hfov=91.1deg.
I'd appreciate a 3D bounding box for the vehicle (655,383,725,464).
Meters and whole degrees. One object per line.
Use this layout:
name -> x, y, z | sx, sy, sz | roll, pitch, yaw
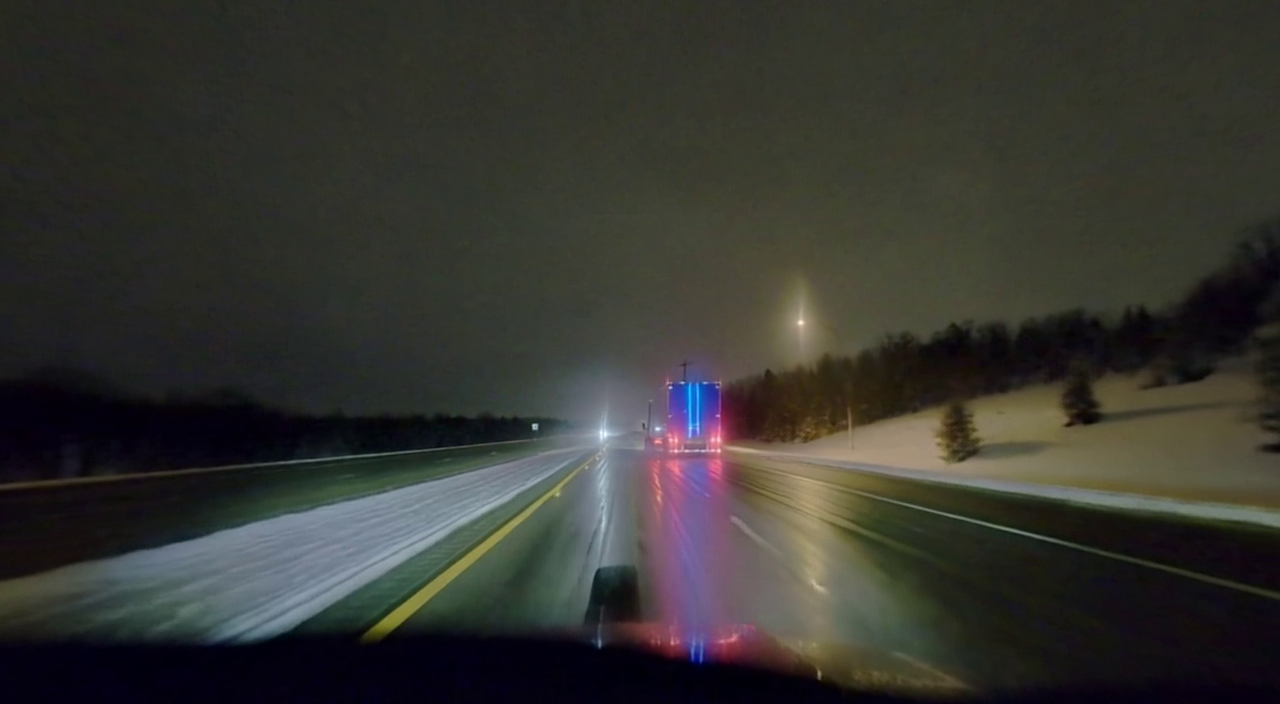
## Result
vehicle -> 2.512, 4.024, 34.635 | 2.949, 3.877, 8.528 | 0, -8, -2
